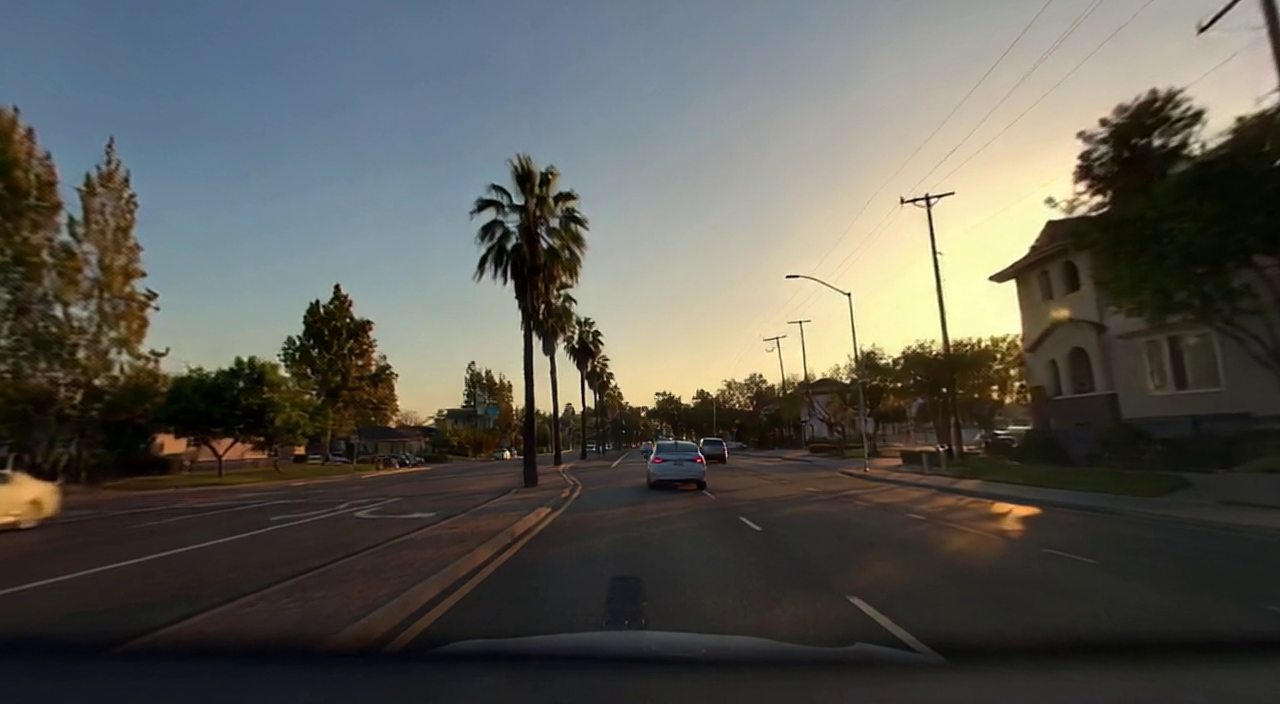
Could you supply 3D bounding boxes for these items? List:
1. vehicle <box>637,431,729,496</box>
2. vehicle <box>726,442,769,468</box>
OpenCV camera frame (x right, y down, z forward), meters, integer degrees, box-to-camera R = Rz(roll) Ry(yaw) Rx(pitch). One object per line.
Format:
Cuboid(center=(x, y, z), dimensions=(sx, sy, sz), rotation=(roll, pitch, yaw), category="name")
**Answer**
Cuboid(center=(1.119, 3.265, 18.788), dimensions=(2.289, 1.679, 4.180), rotation=(0, -9, -2), category="vehicle")
Cuboid(center=(6.662, 6.434, 39.501), dimensions=(1.897, 1.477, 4.360), rotation=(0, -9, -1), category="vehicle")
